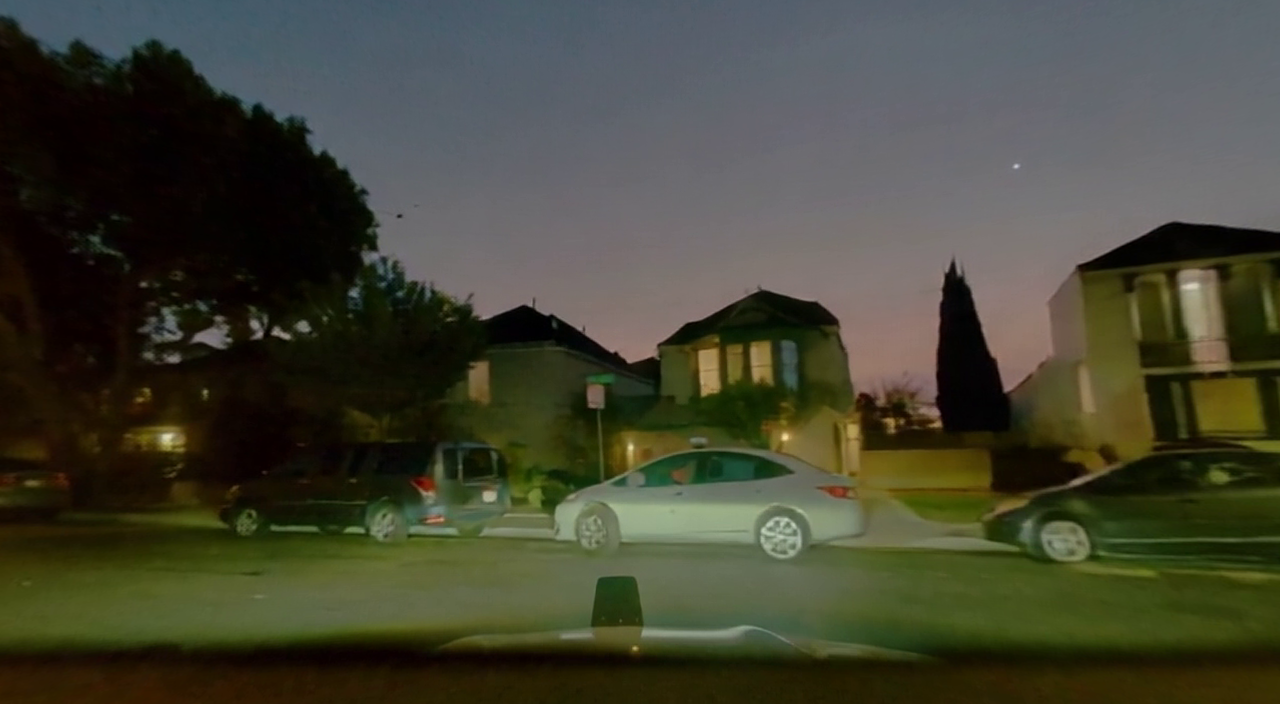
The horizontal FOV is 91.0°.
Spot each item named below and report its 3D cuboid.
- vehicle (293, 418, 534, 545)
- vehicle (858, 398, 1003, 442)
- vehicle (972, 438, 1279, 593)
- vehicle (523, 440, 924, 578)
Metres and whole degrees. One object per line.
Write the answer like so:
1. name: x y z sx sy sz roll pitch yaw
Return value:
1. vehicle: -4.087 2.358 12.404 2.046 1.969 4.585 -3 -8 18
2. vehicle: 10.495 2.501 23.102 4.565 1.479 1.775 -1 -8 15
3. vehicle: 6.552 1.759 7.077 4.663 1.452 1.801 -1 -8 17
4. vehicle: 1.111 2.047 8.911 5.075 1.436 1.863 -1 -8 17
